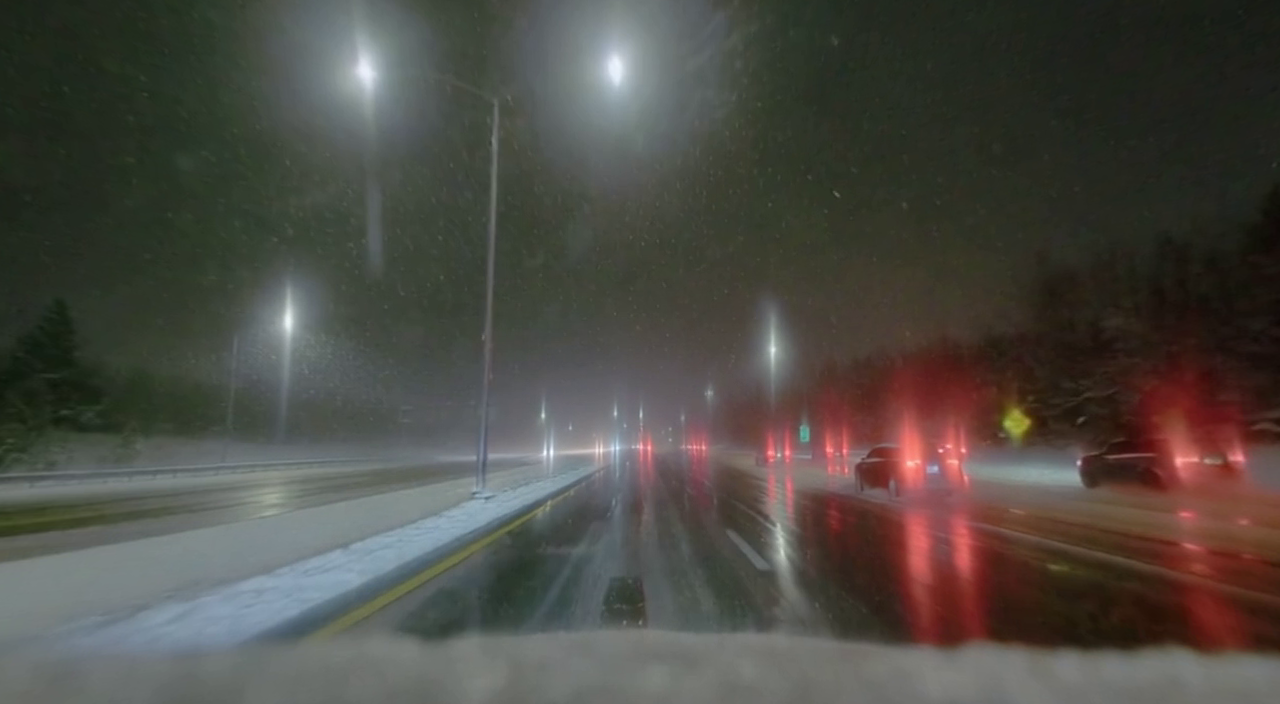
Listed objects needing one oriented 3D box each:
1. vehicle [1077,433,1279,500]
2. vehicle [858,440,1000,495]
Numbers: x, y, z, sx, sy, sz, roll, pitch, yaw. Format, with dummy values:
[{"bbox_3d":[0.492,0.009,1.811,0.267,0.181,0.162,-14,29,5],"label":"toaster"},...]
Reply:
[{"bbox_3d":[15.376,3.231,18.226,2.116,1.674,4.566,0,-9,-1],"label":"vehicle"},{"bbox_3d":[8.883,3.577,19.972,2.093,1.525,4.865,0,-9,-1],"label":"vehicle"}]
